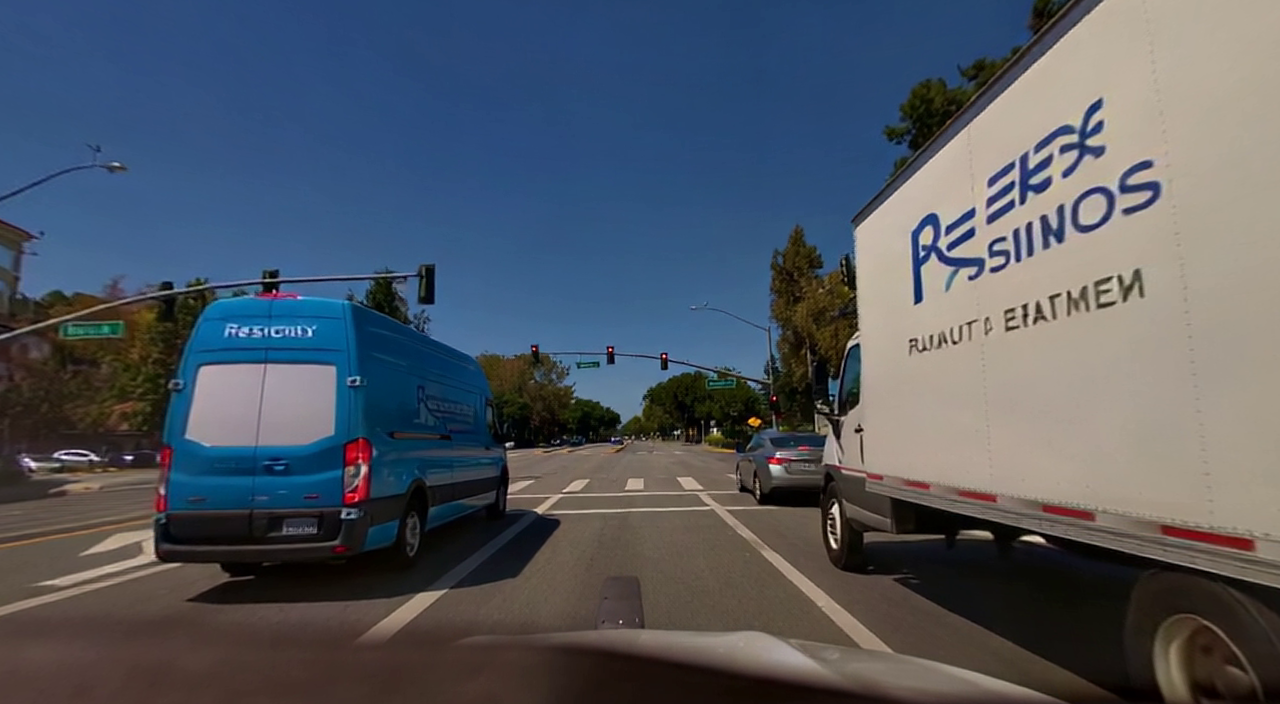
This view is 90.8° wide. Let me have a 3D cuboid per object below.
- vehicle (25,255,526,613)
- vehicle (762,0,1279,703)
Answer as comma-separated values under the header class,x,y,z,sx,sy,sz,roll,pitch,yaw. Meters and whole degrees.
class,x,y,z,sx,sy,sz,roll,pitch,yaw
vehicle,-3.384,1.079,8.191,2.443,2.784,6.493,0,-9,1
vehicle,3.156,-0.095,3.549,2.861,3.525,9.858,0,-9,-1
